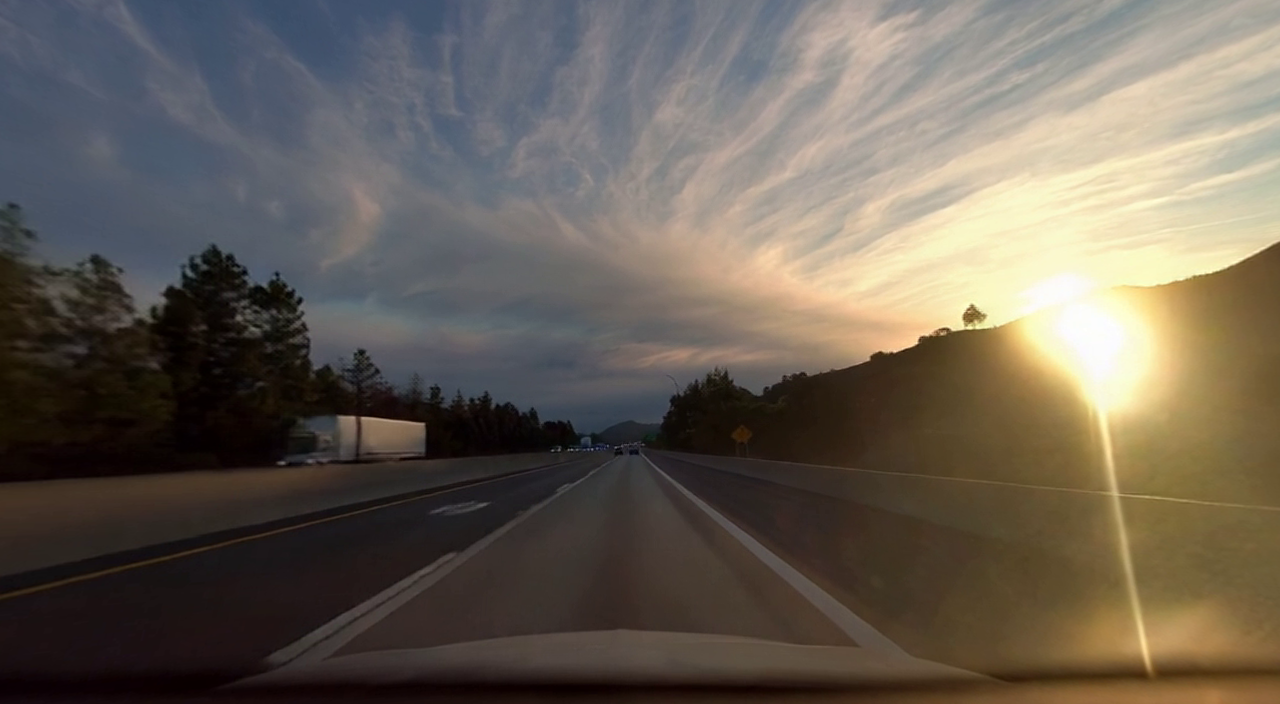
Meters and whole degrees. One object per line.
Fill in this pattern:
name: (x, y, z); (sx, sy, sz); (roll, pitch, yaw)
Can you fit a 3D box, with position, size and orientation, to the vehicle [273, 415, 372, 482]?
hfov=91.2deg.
vehicle: (-19.867, 6.114, 39.739); (2.999, 3.854, 6.122); (0, -9, -1)
